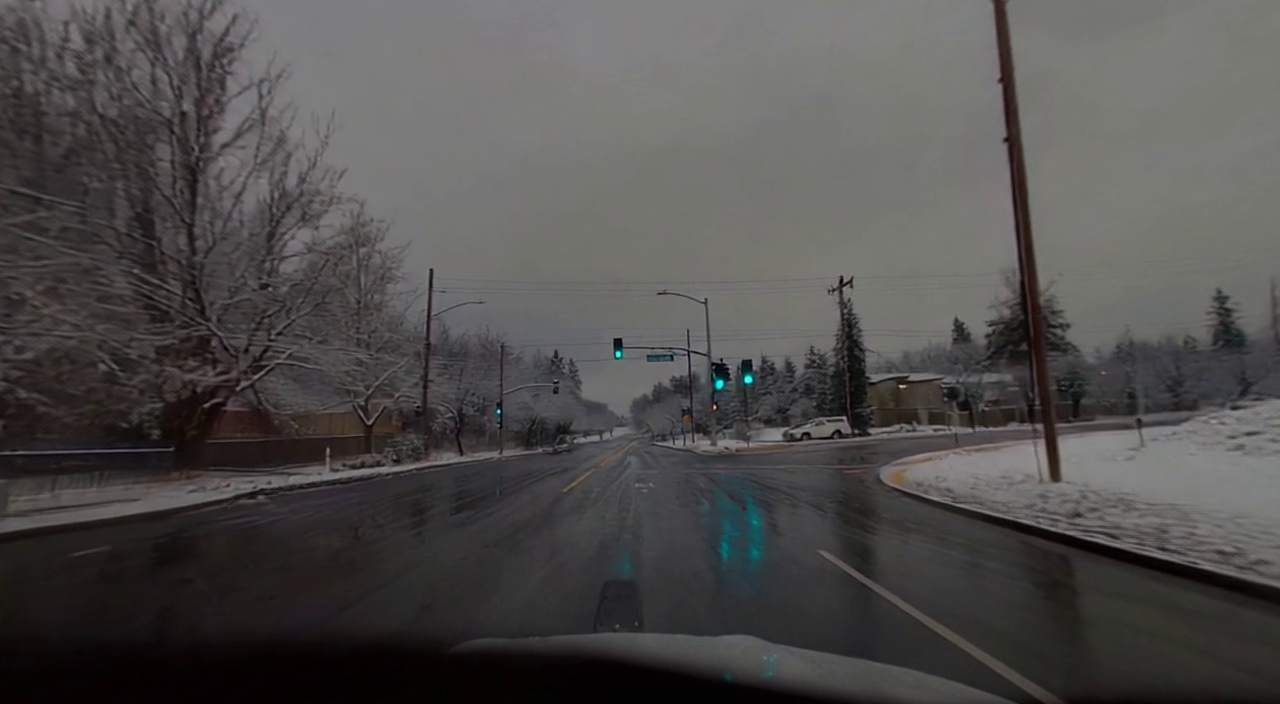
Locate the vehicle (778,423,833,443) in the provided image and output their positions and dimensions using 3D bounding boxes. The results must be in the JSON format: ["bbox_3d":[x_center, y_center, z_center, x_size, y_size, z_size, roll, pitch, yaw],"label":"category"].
[{"bbox_3d":[12.752,6.276,48.645,3.706,1.466,1.830,-1,-9,2],"label":"vehicle"}]
